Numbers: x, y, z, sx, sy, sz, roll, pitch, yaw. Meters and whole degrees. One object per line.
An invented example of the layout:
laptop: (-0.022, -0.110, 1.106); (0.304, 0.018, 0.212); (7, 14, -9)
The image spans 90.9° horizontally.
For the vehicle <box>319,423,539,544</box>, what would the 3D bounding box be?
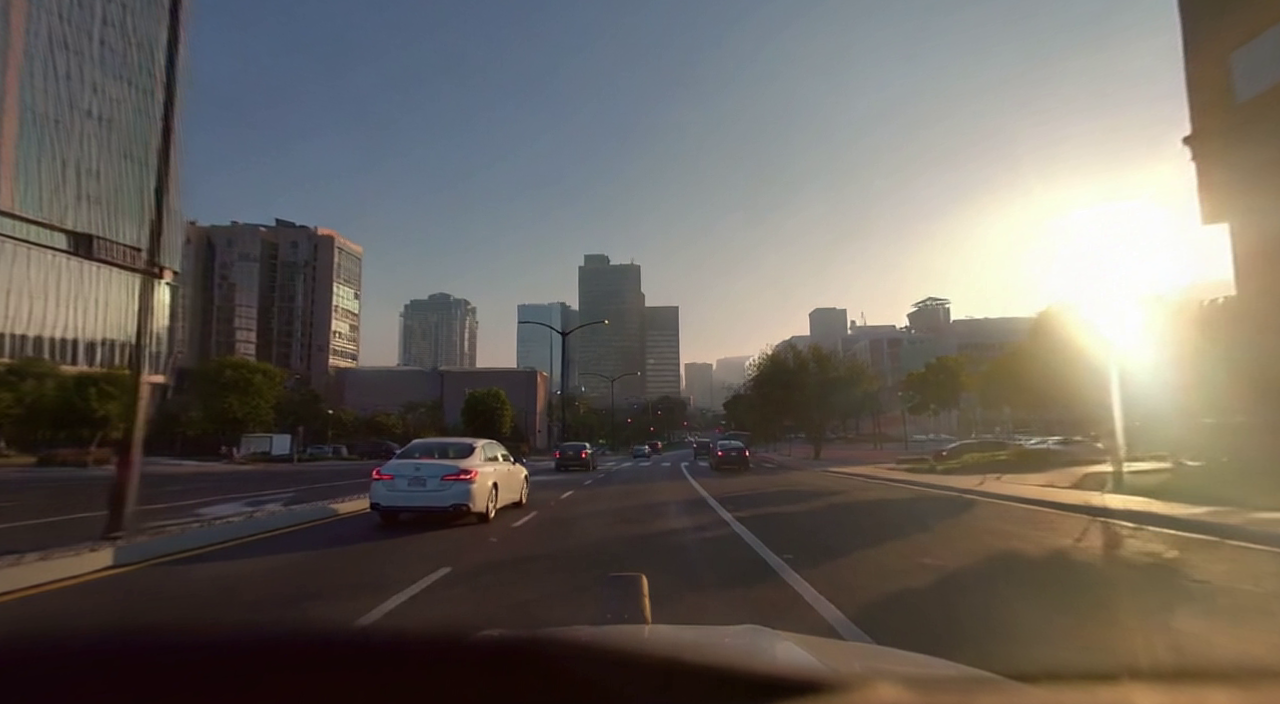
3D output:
vehicle: (-3.144, 2.060, 10.579); (2.118, 1.568, 4.436); (0, -8, 0)

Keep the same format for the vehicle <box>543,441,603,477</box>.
vehicle: (-2.883, 4.706, 28.010); (1.980, 1.454, 4.226); (-1, -8, 3)

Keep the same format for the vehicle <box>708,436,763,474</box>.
vehicle: (4.584, 5.016, 30.942); (2.103, 1.699, 4.171); (0, -8, 1)

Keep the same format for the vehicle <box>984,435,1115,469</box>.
vehicle: (18.706, 4.585, 28.972); (4.502, 1.454, 2.129); (0, -8, 1)

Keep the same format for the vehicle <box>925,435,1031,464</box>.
vehicle: (18.528, 5.368, 34.695); (4.583, 1.491, 2.192); (0, -8, -1)
